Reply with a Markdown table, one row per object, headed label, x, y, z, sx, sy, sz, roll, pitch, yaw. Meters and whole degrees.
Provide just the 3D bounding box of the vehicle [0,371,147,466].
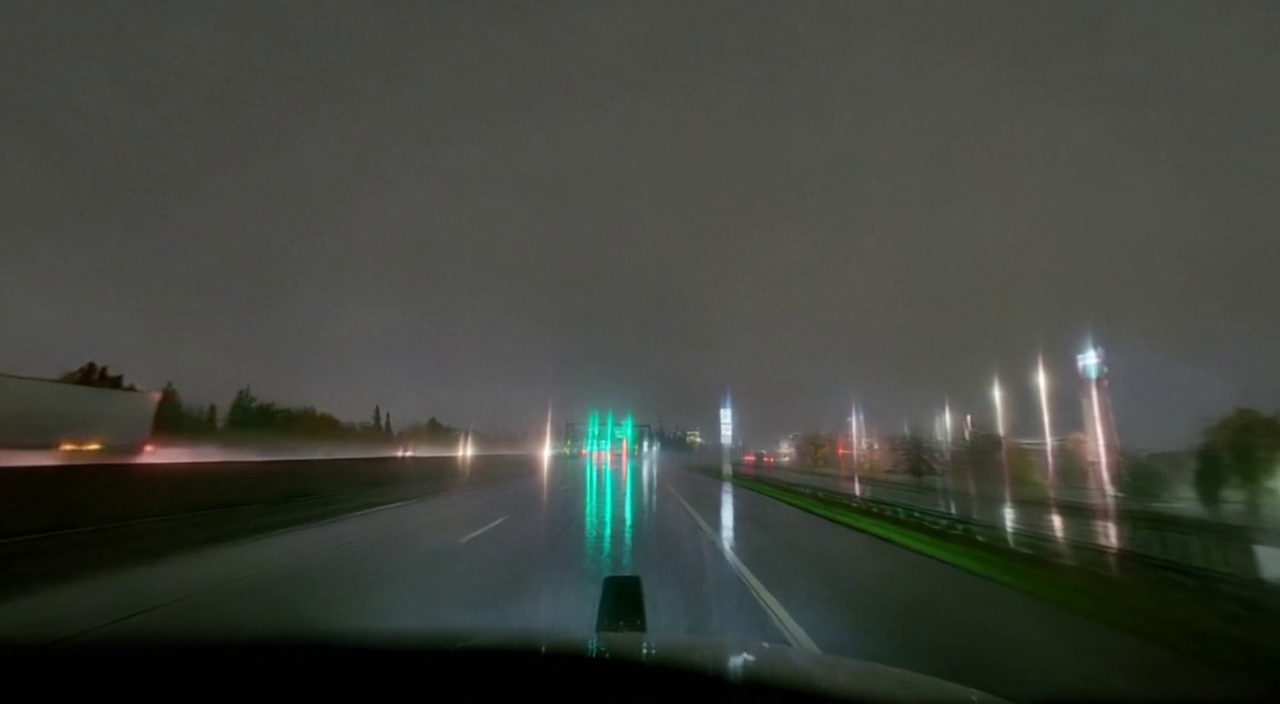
| label | x | y | z | sx | sy | sz | roll | pitch | yaw |
| --- | --- | --- | --- | --- | --- | --- | --- | --- | --- |
| vehicle | -28.978 | 3.019 | 28.079 | 3.136 | 3.996 | 13.881 | 0 | -9 | -2 |
